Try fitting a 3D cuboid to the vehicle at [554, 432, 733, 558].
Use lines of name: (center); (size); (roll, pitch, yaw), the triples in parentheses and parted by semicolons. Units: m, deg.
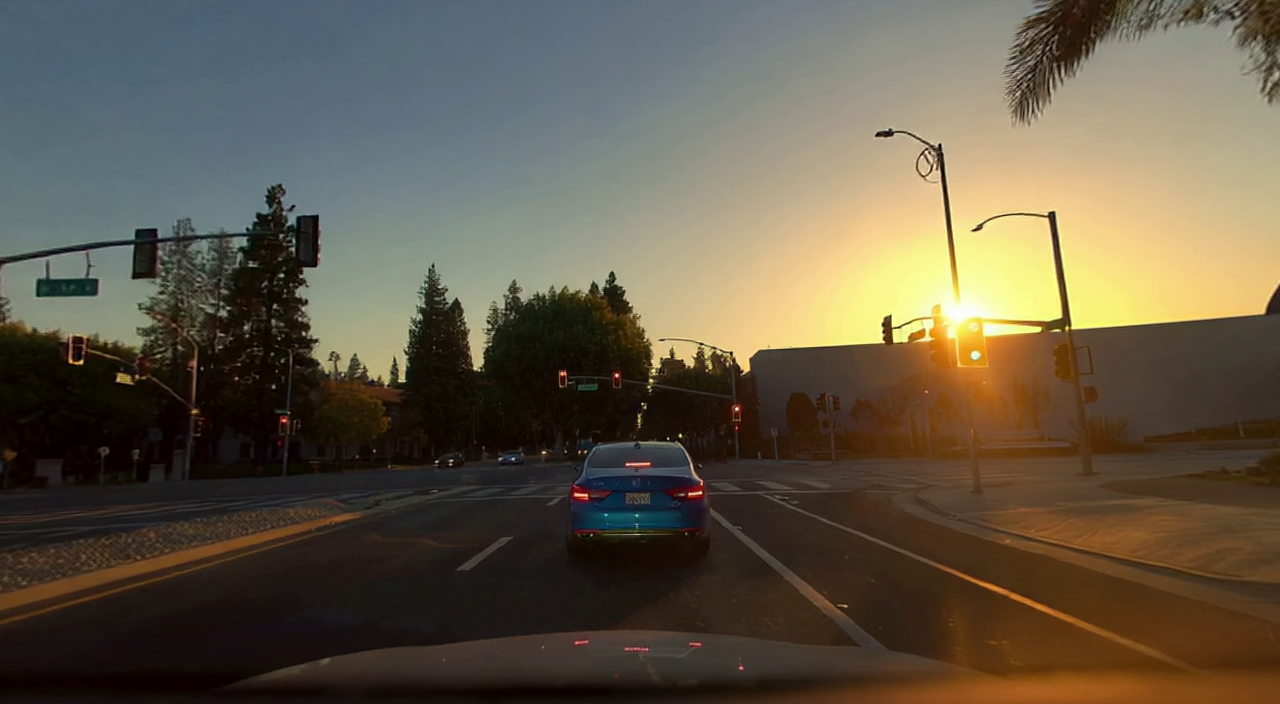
vehicle: (0.007, 1.995, 9.514); (2.107, 1.470, 3.974); (0, -9, -1)
